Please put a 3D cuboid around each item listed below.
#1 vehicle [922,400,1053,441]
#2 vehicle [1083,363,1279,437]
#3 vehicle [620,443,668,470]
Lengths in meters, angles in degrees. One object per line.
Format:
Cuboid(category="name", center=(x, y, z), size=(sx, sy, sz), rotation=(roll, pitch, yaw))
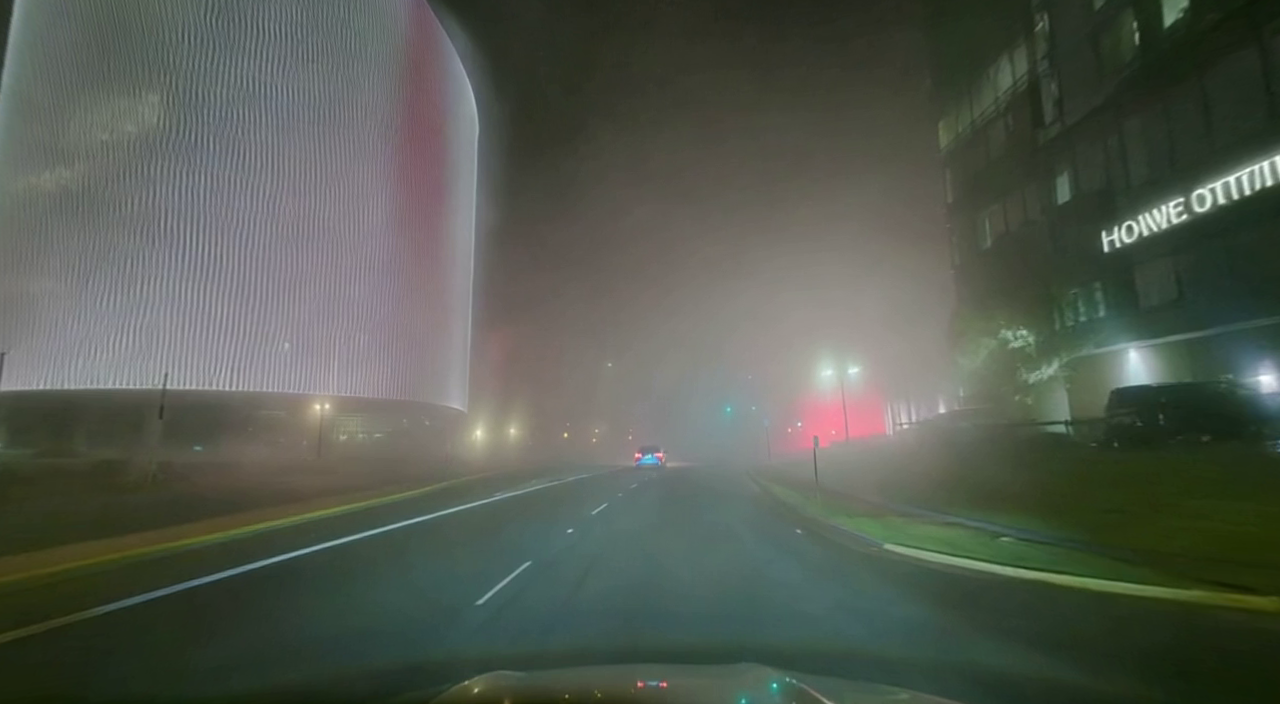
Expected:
Cuboid(category="vehicle", center=(15.352, 3.081, 28.040), size=(4.586, 1.716, 1.992), rotation=(-1, -9, 6))
Cuboid(category="vehicle", center=(13.821, 1.189, 15.311), size=(4.493, 1.510, 1.860), rotation=(-3, -9, 6))
Cuboid(category="vehicle", center=(0.303, 6.056, 36.715), size=(1.971, 1.486, 4.380), rotation=(-2, -9, 11))
